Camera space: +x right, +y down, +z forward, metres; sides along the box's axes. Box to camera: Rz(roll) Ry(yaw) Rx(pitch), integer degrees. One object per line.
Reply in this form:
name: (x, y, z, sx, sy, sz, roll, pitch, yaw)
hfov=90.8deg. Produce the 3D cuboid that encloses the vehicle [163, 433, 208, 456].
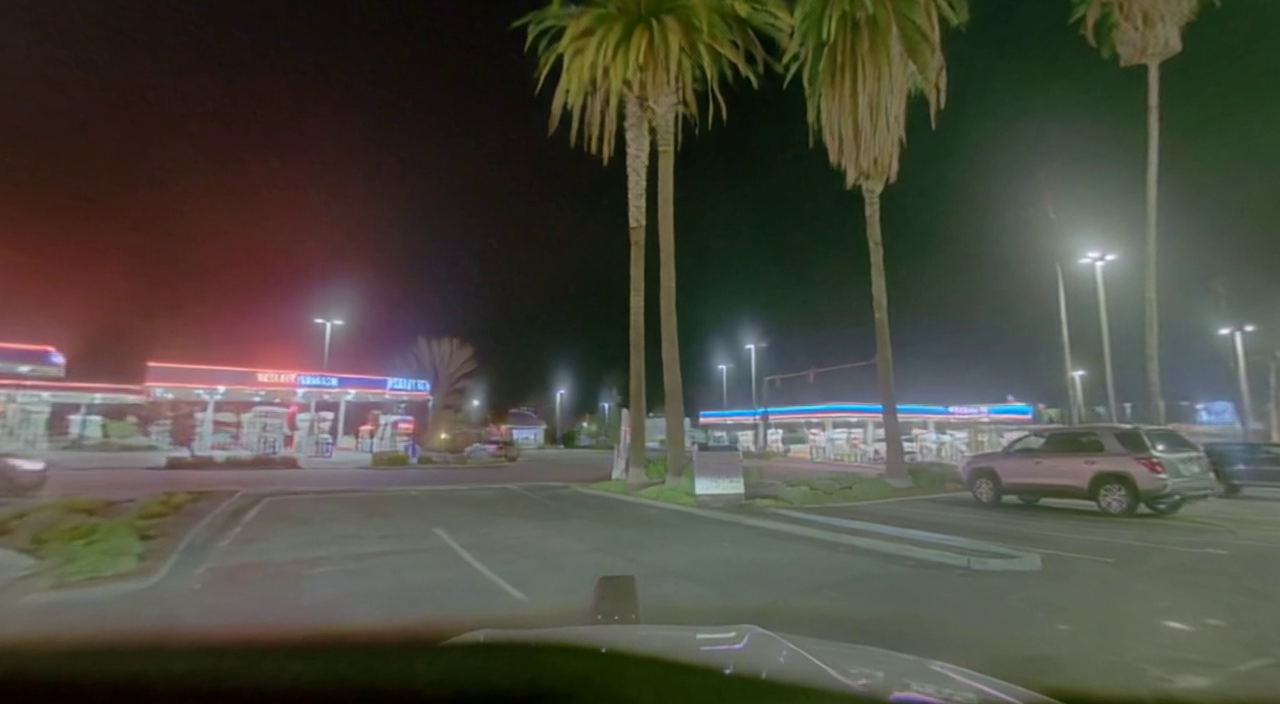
vehicle: (-30.501, 6.232, 42.508, 1.901, 1.463, 3.948, 5, -10, -29)

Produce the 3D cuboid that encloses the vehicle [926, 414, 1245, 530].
vehicle: (8.631, 2.318, 12.801, 2.028, 1.850, 4.731, 5, -10, -31)
